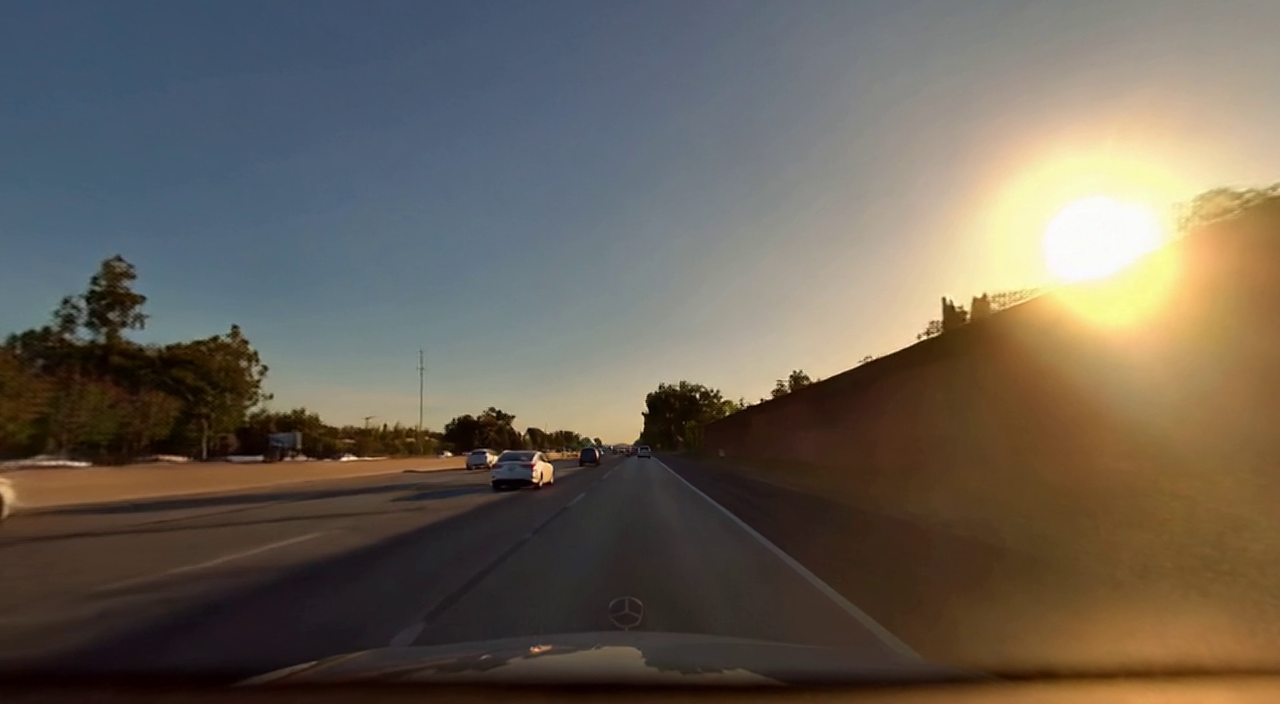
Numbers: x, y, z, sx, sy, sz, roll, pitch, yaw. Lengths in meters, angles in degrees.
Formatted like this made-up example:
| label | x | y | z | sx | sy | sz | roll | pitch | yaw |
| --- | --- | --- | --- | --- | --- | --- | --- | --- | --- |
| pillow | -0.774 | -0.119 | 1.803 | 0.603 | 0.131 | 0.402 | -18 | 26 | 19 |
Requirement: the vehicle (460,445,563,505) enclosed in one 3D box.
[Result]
| label | x | y | z | sx | sy | sz | roll | pitch | yaw |
| --- | --- | --- | --- | --- | --- | --- | --- | --- | --- |
| vehicle | -3.608 | 3.532 | 18.598 | 1.945 | 1.484 | 4.803 | -1 | -9 | 1 |
